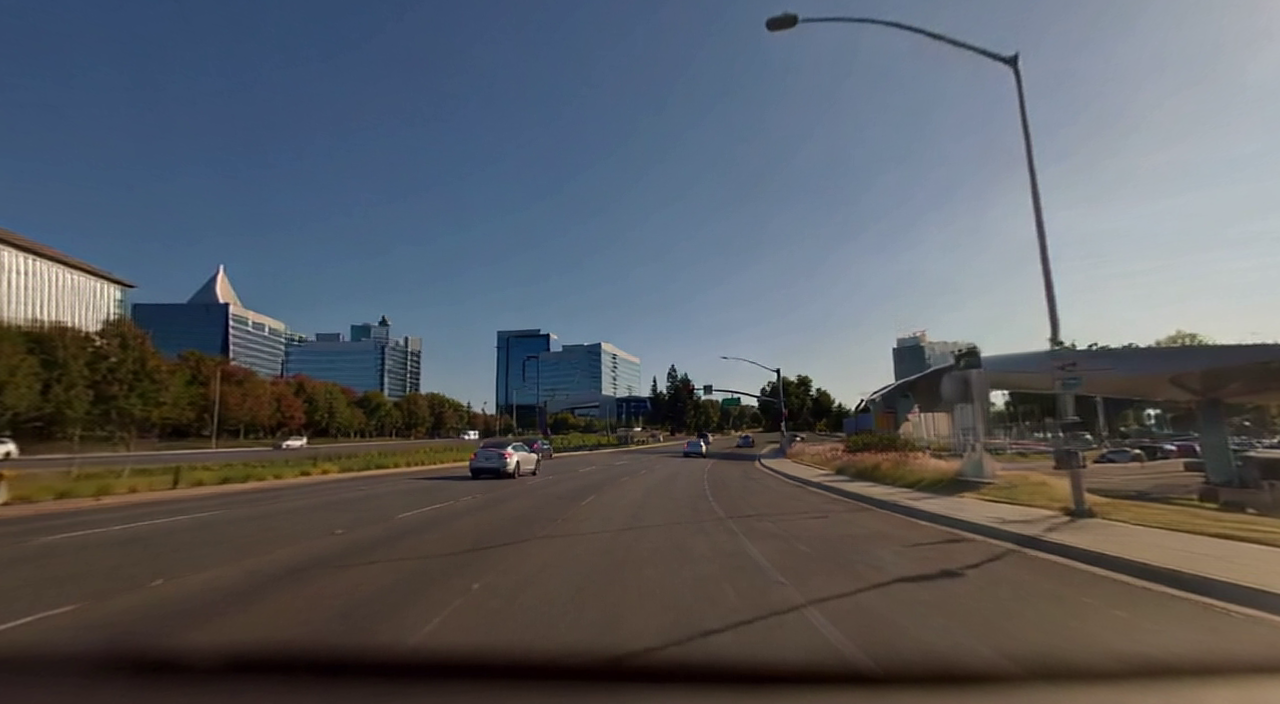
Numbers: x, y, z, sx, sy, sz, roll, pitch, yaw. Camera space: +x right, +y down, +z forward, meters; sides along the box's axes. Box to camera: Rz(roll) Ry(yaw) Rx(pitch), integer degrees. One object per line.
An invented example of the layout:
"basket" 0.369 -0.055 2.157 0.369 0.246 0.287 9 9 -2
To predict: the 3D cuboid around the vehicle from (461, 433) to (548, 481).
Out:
"vehicle" -5.362 4.238 25.668 2.181 1.728 4.515 -1 -9 5
